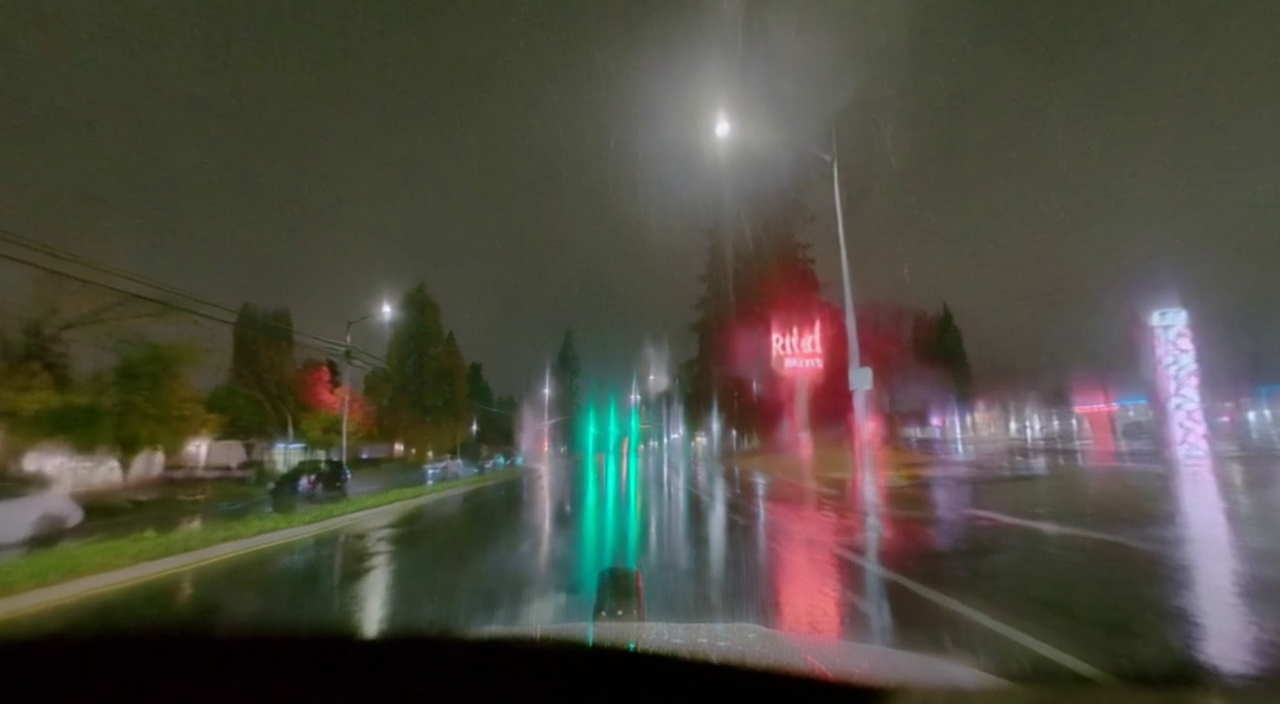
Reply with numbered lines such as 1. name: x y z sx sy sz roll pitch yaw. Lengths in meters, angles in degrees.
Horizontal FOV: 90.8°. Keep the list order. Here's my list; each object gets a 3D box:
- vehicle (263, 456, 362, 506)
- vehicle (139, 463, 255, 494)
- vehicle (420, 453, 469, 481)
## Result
1. vehicle: -12.752 5.004 24.873 1.953 1.558 3.839 -5 -9 -2
2. vehicle: -23.576 6.746 33.770 4.718 1.500 1.943 0 -9 0
3. vehicle: -12.871 7.569 41.810 1.986 1.488 4.330 -4 -8 -2
